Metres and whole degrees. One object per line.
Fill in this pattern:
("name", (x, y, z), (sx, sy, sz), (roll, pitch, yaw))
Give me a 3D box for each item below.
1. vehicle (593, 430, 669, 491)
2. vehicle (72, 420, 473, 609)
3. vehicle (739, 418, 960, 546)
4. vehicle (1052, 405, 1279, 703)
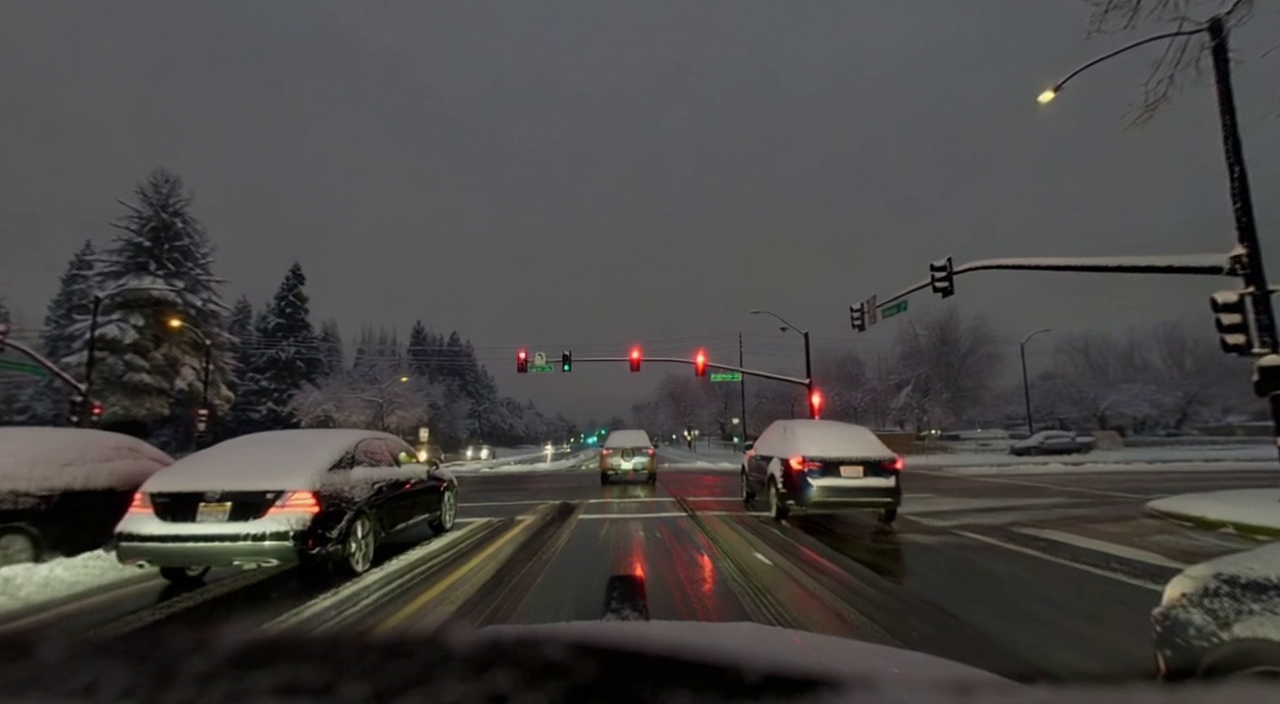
("vehicle", (-0.244, 3.466, 20.405), (2.215, 1.749, 3.976), (0, -8, 1))
("vehicle", (-3.527, 1.621, 7.290), (1.941, 1.492, 4.399), (0, -8, 1))
("vehicle", (3.201, 2.089, 10.829), (2.097, 1.707, 4.461), (0, -8, -2))
("vehicle", (3.180, 0.763, 1.113), (1.960, 1.460, 4.233), (0, -8, -1))
